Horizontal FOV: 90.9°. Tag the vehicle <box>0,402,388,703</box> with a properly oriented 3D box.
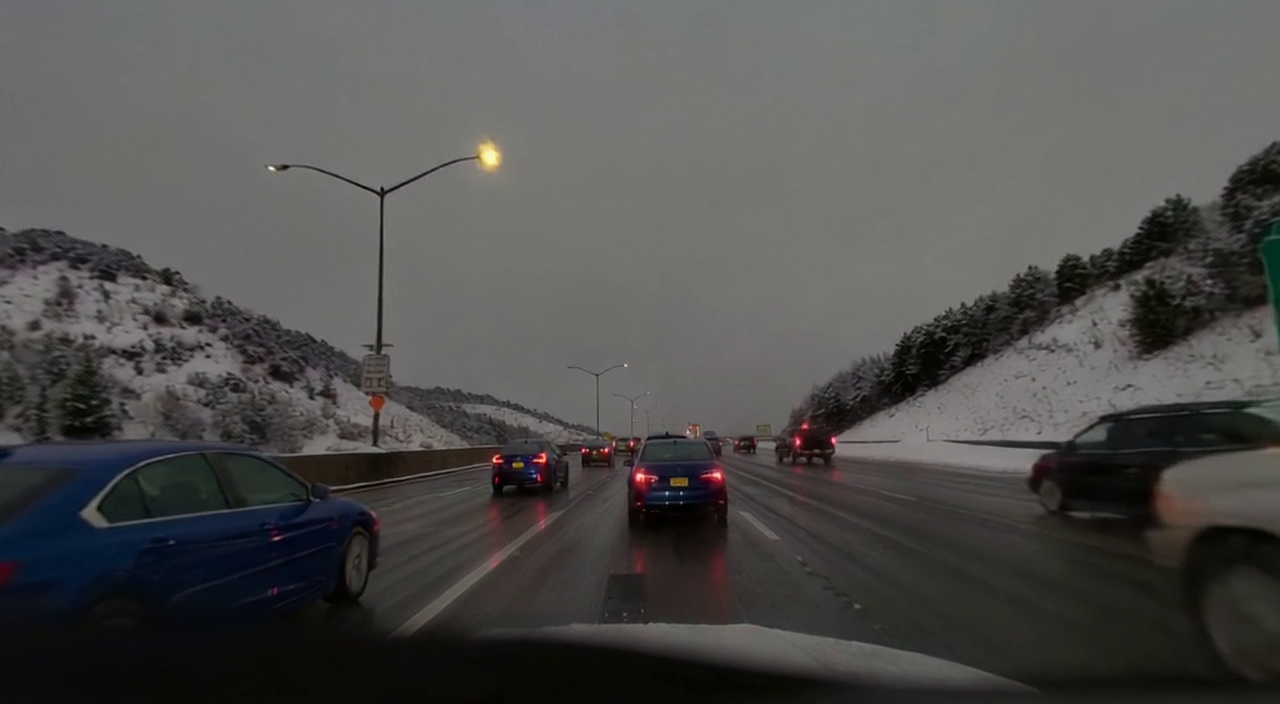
[{"bbox_3d":[-3.444,1.157,3.777,2.033,1.513,4.333,-1,-8,1],"label":"vehicle"}]

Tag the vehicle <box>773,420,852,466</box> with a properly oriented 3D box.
[{"bbox_3d":[7.501,4.036,28.005,2.210,1.831,4.843,-1,-8,1],"label":"vehicle"}]

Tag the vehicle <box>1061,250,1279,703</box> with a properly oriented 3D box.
[{"bbox_3d":[3.520,0.389,1.354,2.086,1.884,4.547,-1,-8,1],"label":"vehicle"}]

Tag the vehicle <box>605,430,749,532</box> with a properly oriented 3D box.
[{"bbox_3d":[0.582,2.142,11.109,2.072,1.431,3.904,-1,-8,2],"label":"vehicle"}]

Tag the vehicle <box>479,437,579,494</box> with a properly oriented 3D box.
[{"bbox_3d":[-3.095,3.269,18.614,2.017,1.446,4.384,-1,-8,2],"label":"vehicle"}]

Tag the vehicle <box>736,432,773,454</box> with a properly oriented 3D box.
[{"bbox_3d":[8.896,7.098,49.371,2.032,1.580,4.928,-1,-8,1],"label":"vehicle"}]
